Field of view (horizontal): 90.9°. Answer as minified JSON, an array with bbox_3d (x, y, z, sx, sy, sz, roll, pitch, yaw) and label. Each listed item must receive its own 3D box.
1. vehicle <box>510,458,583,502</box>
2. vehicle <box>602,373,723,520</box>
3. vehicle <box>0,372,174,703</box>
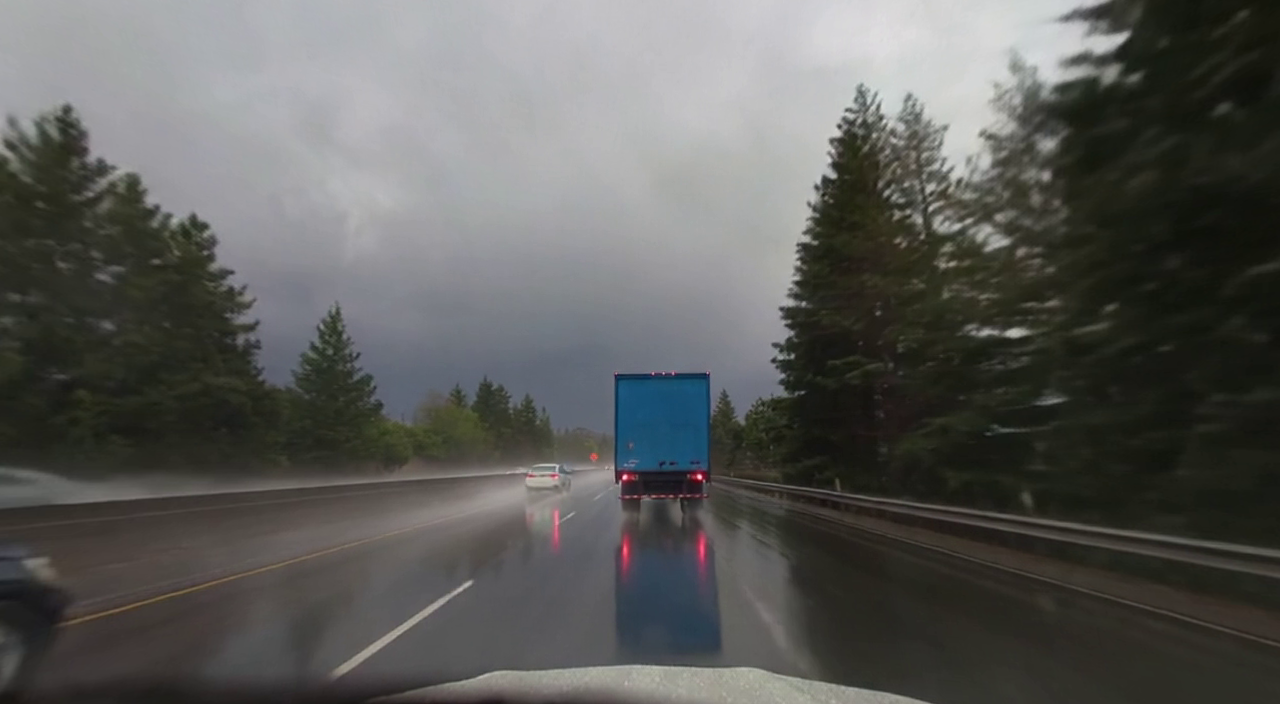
[{"bbox_3d":[-3.594,5.053,25.125,2.079,1.506,4.821,0,-10,1],"label":"vehicle"},{"bbox_3d":[0.589,3.209,20.703,3.008,3.678,9.512,1,-10,0],"label":"vehicle"},{"bbox_3d":[-3.828,0.687,1.361,2.076,1.691,4.555,1,-10,0],"label":"vehicle"}]
